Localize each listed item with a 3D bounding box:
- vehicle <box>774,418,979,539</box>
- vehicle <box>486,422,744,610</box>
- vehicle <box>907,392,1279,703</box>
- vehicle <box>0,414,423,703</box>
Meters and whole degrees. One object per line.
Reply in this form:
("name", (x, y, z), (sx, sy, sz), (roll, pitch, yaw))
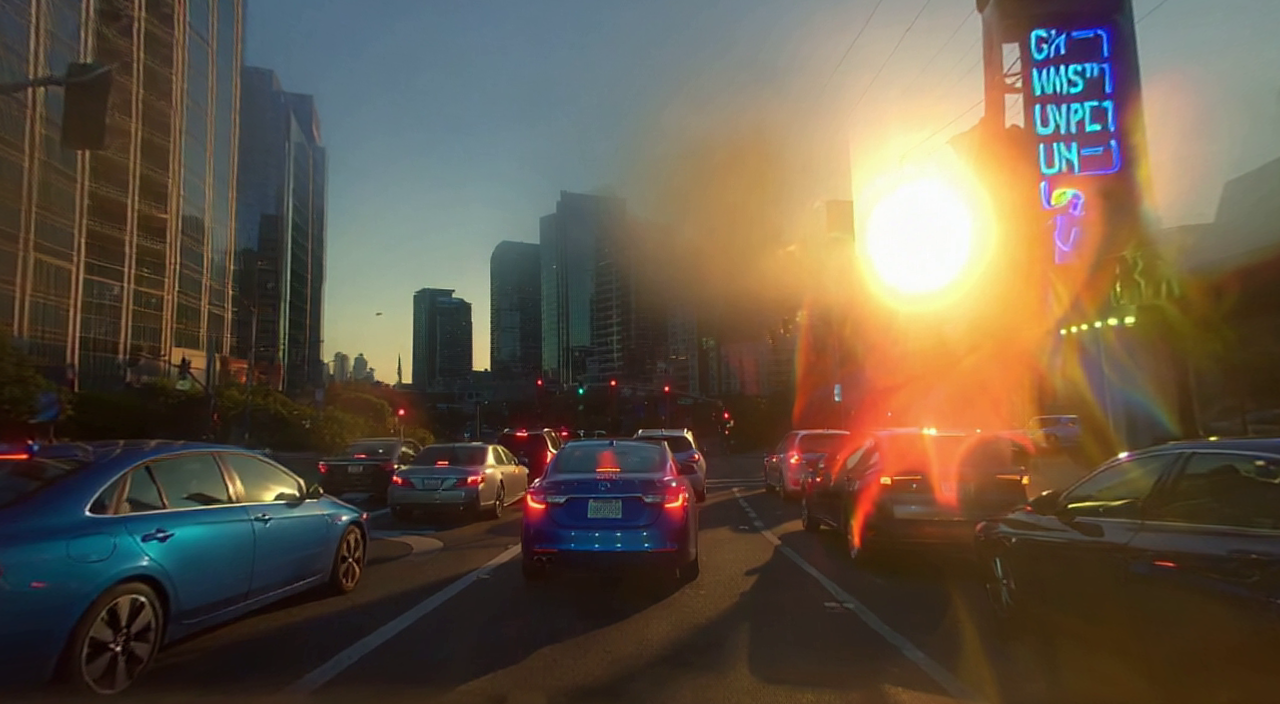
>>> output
("vehicle", (3.778, 2.096, 11.022), (2.007, 1.683, 4.171), (0, -8, 1))
("vehicle", (-0.187, 1.612, 7.103), (2.059, 1.477, 3.988), (0, -8, 1))
("vehicle", (3.418, 1.070, 3.497), (1.981, 1.499, 4.536), (0, -8, 2))
("vehicle", (-3.405, 1.302, 4.726), (1.980, 1.454, 4.226), (0, -8, 1))
